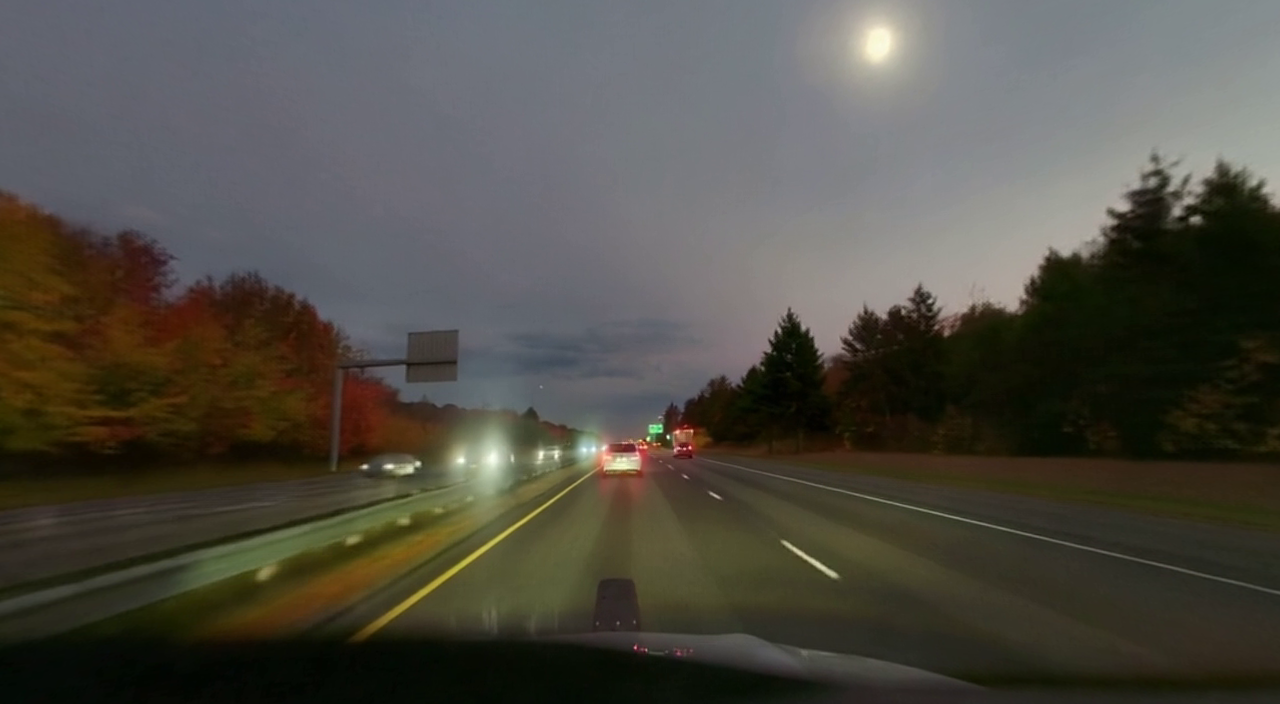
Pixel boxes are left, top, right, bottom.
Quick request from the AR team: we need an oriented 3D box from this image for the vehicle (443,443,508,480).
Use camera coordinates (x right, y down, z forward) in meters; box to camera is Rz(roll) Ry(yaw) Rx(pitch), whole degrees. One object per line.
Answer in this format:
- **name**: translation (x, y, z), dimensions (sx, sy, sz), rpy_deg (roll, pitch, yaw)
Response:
- **vehicle**: translation (-8.924, 5.993, 34.500), dimensions (2.152, 1.839, 5.038), rpy_deg (-1, -9, 0)

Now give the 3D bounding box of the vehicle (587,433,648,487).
- **vehicle**: translation (-0.714, 3.760, 22.129), dimensions (1.937, 1.699, 3.936), rpy_deg (0, -9, 0)

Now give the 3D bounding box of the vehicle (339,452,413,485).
- **vehicle**: translation (-13.565, 5.996, 32.500), dimensions (1.896, 1.501, 4.530), rpy_deg (0, -9, 0)
